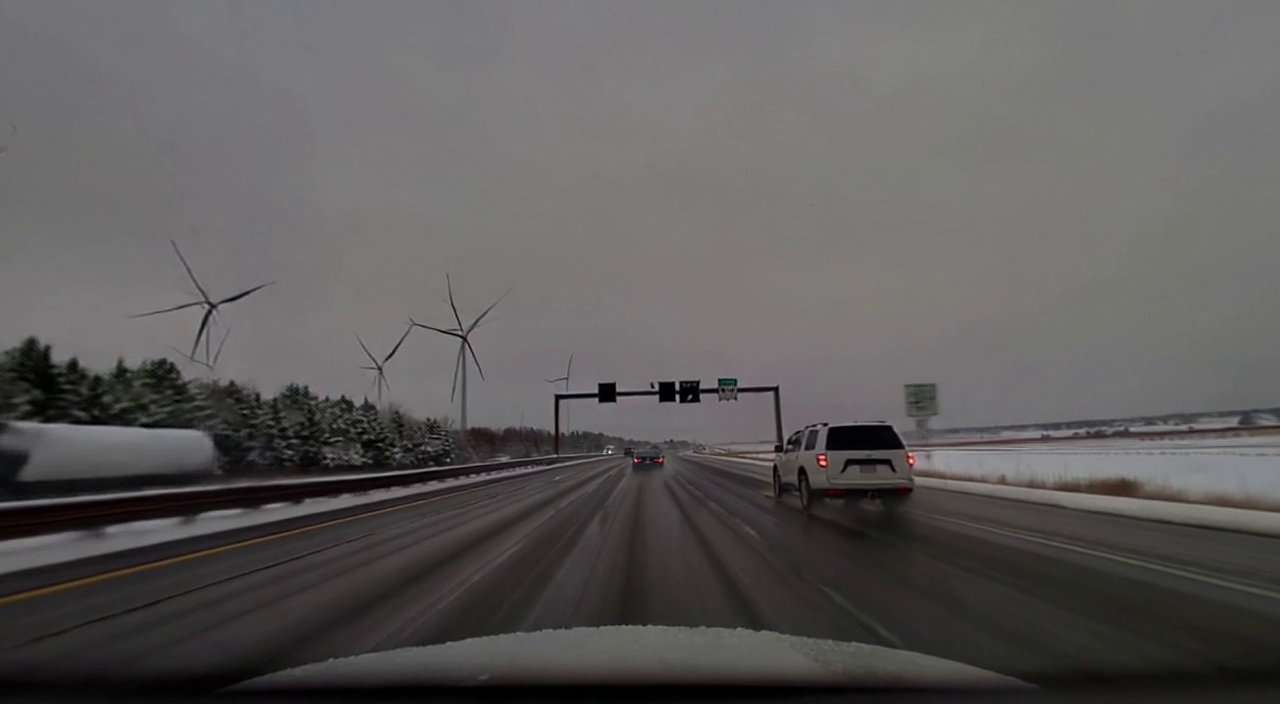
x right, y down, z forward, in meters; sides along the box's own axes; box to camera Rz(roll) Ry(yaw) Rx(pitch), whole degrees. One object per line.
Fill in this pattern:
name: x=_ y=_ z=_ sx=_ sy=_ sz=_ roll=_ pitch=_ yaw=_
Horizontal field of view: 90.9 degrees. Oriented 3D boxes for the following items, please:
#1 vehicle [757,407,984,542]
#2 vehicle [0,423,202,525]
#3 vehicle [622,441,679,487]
vehicle: x=3.676 y=2.095 z=11.323 sx=2.104 sy=1.861 sz=4.956 roll=0 pitch=-9 yaw=-1
vehicle: x=-19.592 y=4.084 z=21.799 sx=2.778 sy=2.875 sz=8.205 roll=0 pitch=-9 yaw=1
vehicle: x=0.366 y=4.394 z=25.037 sx=2.083 sy=1.653 sz=3.787 roll=0 pitch=-9 yaw=0
